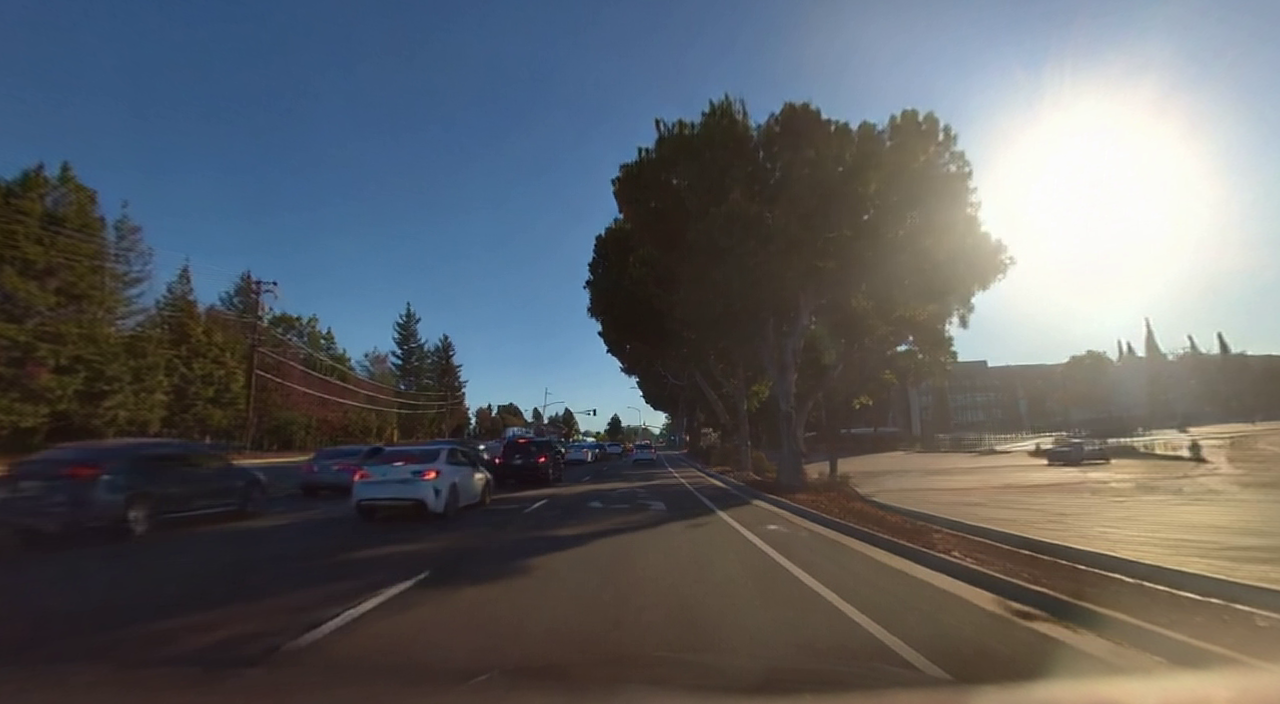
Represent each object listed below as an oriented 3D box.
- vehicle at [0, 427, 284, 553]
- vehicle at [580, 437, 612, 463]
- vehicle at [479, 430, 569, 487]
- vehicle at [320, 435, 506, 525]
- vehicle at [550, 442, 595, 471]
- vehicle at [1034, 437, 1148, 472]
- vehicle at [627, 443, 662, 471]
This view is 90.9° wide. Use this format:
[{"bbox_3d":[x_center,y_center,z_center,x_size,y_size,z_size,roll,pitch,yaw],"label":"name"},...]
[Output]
[{"bbox_3d":[-7.725,1.967,9.720,1.901,1.478,4.322,0,-8,1],"label":"vehicle"},{"bbox_3d":[-3.392,7.695,49.688,2.242,1.852,5.201,0,-8,0],"label":"vehicle"},{"bbox_3d":[-3.873,3.656,21.996,2.130,1.749,4.904,0,-8,1],"label":"vehicle"},{"bbox_3d":[-4.193,2.418,12.562,1.975,1.447,4.356,-1,-8,2],"label":"vehicle"},{"bbox_3d":[-3.642,5.701,34.716,1.952,1.471,4.334,0,-8,0],"label":"vehicle"},{"bbox_3d":[27.407,6.219,38.463,5.193,1.955,2.249,0,-7,0],"label":"vehicle"},{"bbox_3d":[0.253,5.919,35.758,1.875,1.453,3.888,0,-8,0],"label":"vehicle"}]
